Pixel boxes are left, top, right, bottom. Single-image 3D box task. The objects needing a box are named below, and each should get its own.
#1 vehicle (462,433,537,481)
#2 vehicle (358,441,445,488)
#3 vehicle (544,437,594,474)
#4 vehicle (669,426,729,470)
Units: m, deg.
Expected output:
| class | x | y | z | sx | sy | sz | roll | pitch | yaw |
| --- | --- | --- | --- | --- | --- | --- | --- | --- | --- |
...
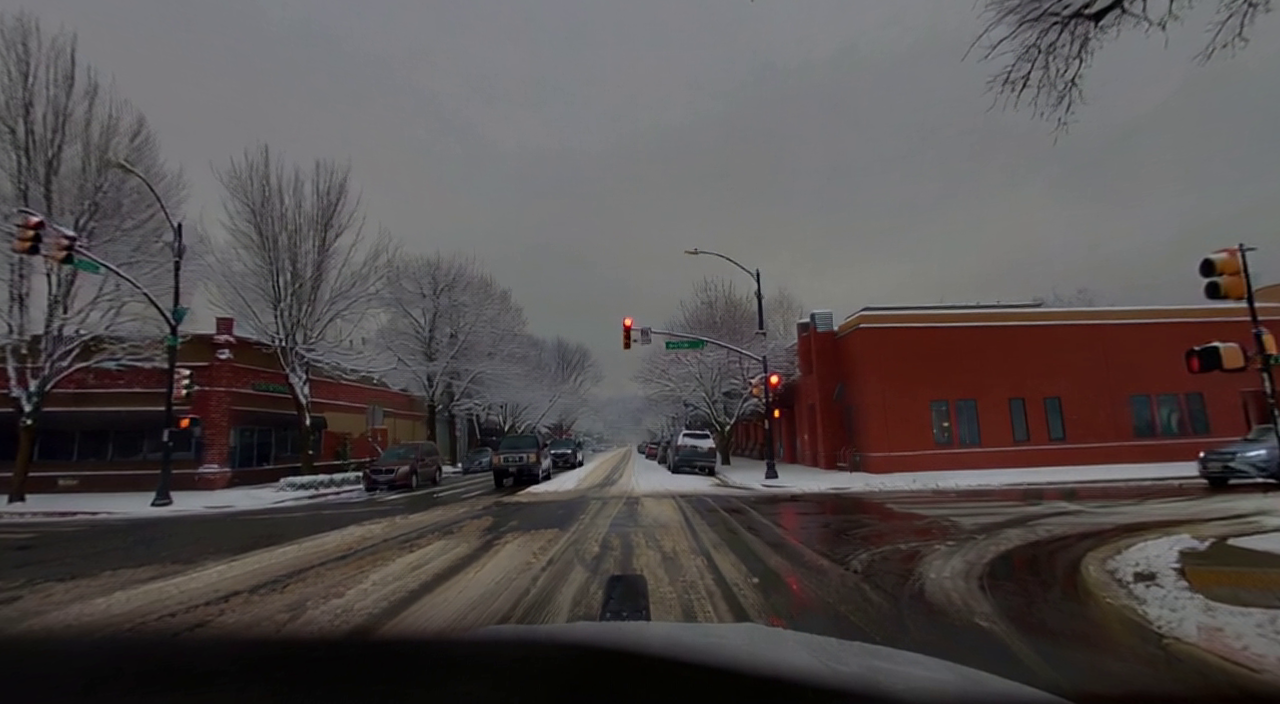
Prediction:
| class | x | y | z | sx | sy | sz | roll | pitch | yaw |
| --- | --- | --- | --- | --- | --- | --- | --- | --- | --- |
| vehicle | -5.980 | 4.509 | 27.501 | 2.242 | 1.887 | 4.924 | 0 | -8 | -2 |
| vehicle | -9.911 | 4.664 | 26.620 | 2.216 | 1.804 | 4.526 | 1 | -8 | -5 |
| vehicle | -3.288 | 4.860 | 29.808 | 2.033 | 1.596 | 4.142 | 0 | -8 | -2 |
| vehicle | 3.085 | 5.178 | 34.093 | 2.557 | 2.188 | 5.164 | 0 | -8 | -2 |
